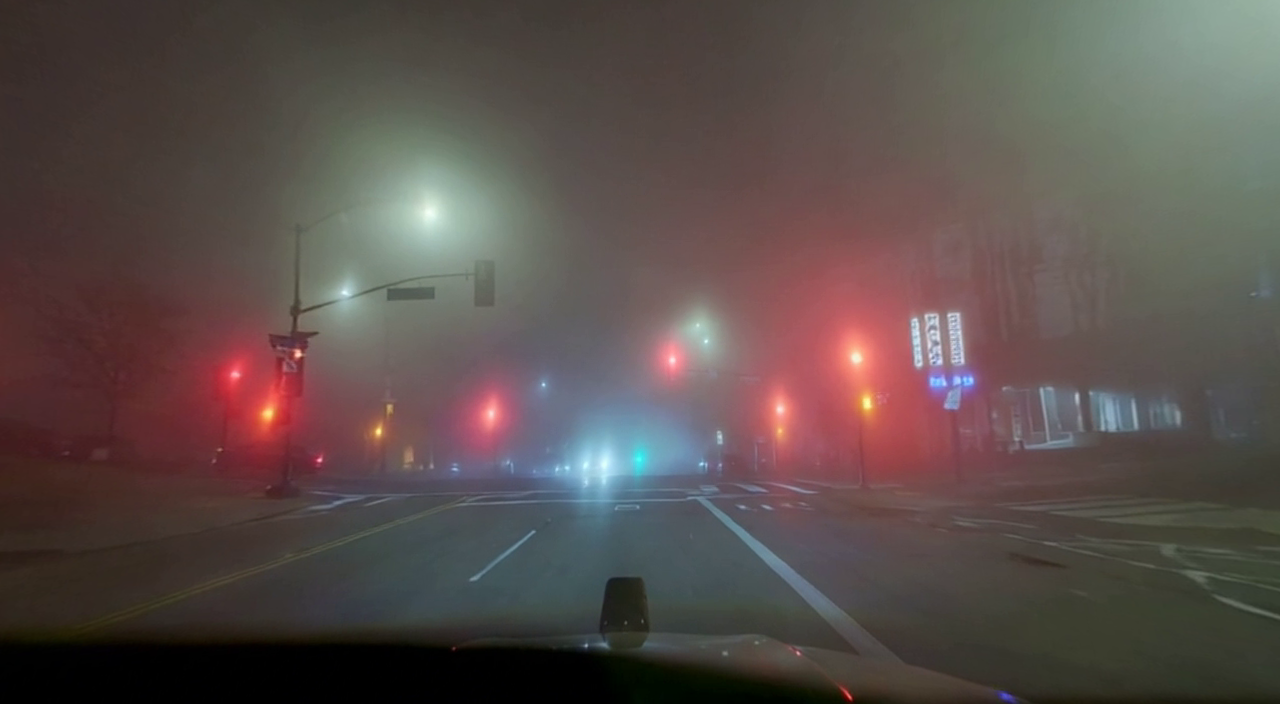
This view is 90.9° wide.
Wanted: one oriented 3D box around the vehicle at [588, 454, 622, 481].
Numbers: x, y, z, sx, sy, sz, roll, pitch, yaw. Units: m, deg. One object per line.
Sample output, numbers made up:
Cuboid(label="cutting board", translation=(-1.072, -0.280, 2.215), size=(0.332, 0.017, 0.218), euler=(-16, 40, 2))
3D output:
Cuboid(label="vehicle", translation=(-2.355, 7.900, 43.406), size=(1.981, 1.625, 4.399), euler=(0, -8, 1))

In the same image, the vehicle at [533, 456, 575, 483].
Cuboid(label="vehicle", translation=(-5.845, 8.026, 43.424), size=(2.167, 1.643, 4.518), euler=(-1, -8, 2))

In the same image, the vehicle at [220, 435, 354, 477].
Cuboid(label="vehicle", translation=(-17.651, 5.196, 31.711), size=(5.376, 1.994, 2.196), euler=(0, -8, 1))
